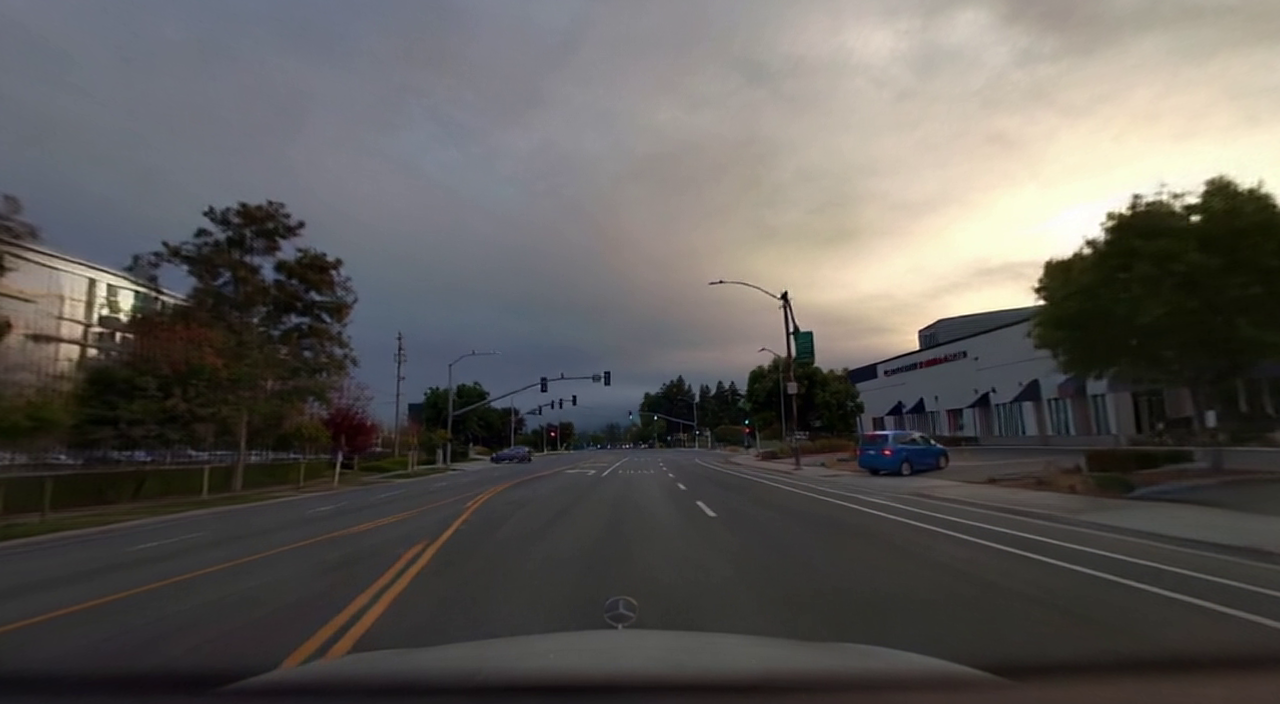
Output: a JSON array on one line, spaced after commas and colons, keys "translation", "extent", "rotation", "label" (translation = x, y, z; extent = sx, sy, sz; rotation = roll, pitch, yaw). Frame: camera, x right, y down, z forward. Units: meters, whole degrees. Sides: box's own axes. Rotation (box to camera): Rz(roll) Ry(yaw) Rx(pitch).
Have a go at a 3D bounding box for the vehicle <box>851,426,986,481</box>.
[{"translation": [10.222, 3.697, 23.043], "extent": [4.635, 1.821, 2.087], "rotation": [5, -10, -30], "label": "vehicle"}]
